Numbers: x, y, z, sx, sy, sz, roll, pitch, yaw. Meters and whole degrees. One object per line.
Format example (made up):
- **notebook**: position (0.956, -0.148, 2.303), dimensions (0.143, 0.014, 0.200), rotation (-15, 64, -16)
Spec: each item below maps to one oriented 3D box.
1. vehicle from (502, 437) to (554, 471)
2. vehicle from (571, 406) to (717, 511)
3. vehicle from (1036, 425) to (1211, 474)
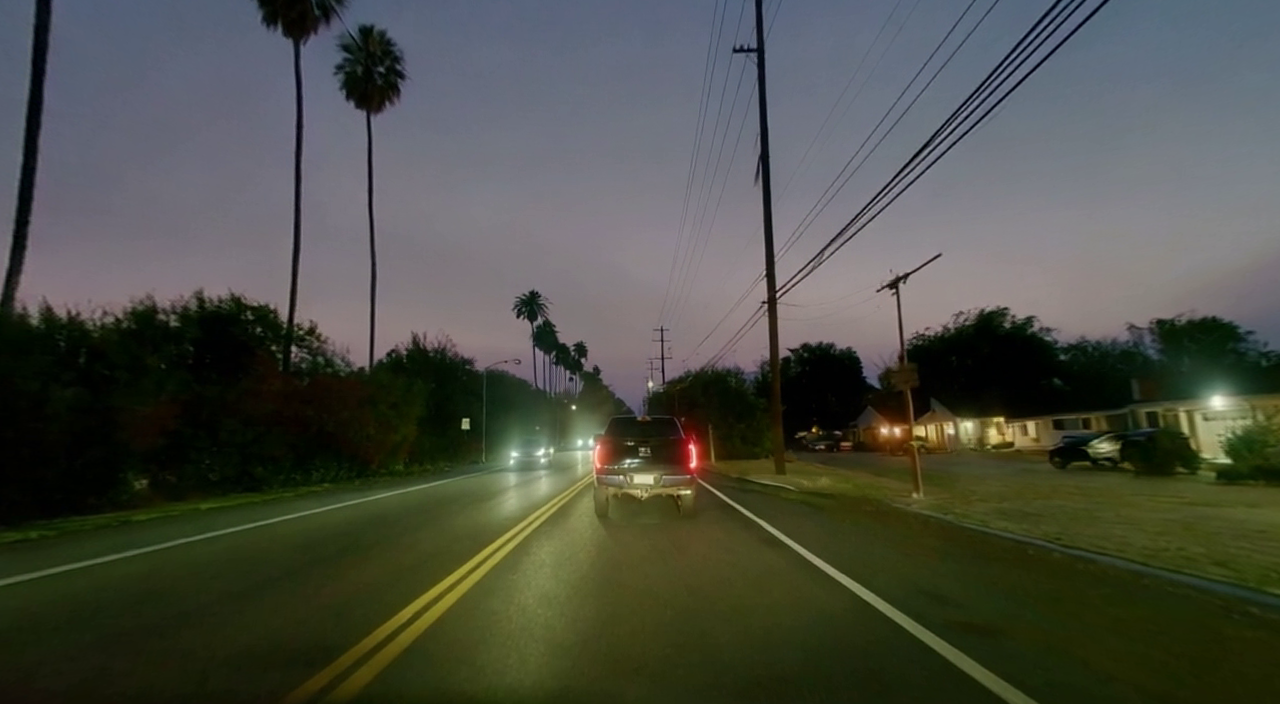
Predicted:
- **vehicle**: position (-5.897, 5.426, 33.825), dimensions (2.140, 1.706, 4.229), rotation (0, -8, -2)
- **vehicle**: position (0.008, 2.518, 15.419), dimensions (2.848, 2.047, 5.885), rotation (0, -8, -1)
- **vehicle**: position (20.323, 4.163, 27.106), dimensions (2.277, 1.836, 6.267), rotation (0, -9, -4)
